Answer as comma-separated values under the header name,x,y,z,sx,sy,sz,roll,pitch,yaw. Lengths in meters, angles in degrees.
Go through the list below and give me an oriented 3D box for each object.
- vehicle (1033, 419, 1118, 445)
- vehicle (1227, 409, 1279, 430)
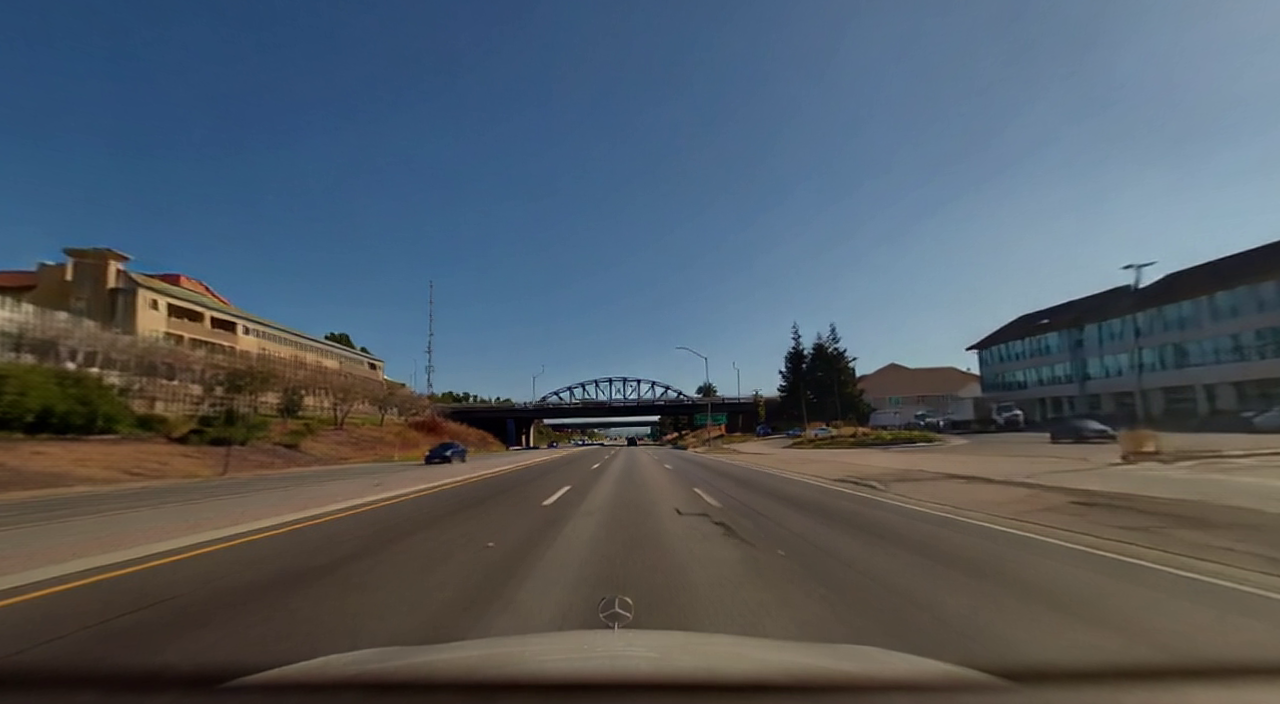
name,x,y,z,sx,sy,sz,roll,pitch,yaw
vehicle,24.166,4.491,35.075,1.777,1.345,4.066,-1,-8,-1
vehicle,45.074,4.936,45.811,1.492,1.373,3.282,-1,-8,2
